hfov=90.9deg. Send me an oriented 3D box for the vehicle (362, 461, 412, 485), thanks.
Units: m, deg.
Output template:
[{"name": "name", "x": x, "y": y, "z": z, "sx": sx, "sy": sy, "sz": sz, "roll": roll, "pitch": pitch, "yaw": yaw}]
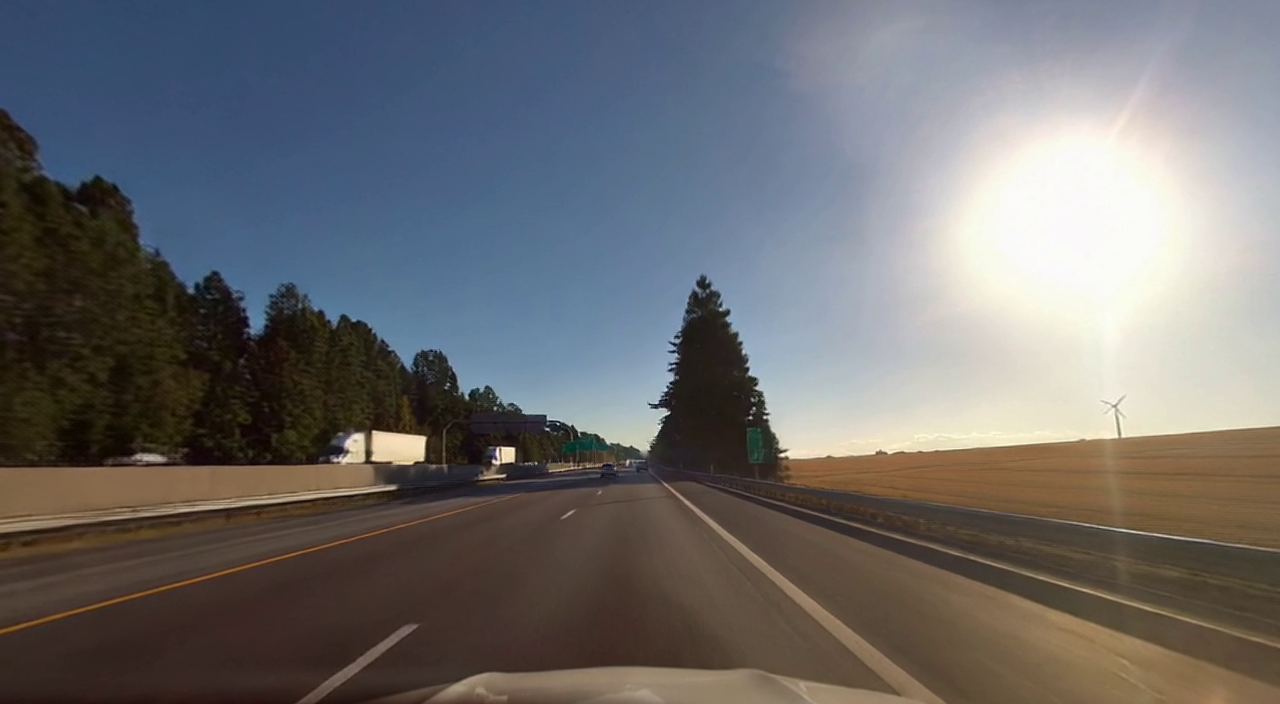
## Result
[{"name": "vehicle", "x": -16.154, "y": 7.730, "z": 40.366, "sx": 1.696, "sy": 1.416, "sz": 3.605, "roll": 1, "pitch": -10, "yaw": 0}]
